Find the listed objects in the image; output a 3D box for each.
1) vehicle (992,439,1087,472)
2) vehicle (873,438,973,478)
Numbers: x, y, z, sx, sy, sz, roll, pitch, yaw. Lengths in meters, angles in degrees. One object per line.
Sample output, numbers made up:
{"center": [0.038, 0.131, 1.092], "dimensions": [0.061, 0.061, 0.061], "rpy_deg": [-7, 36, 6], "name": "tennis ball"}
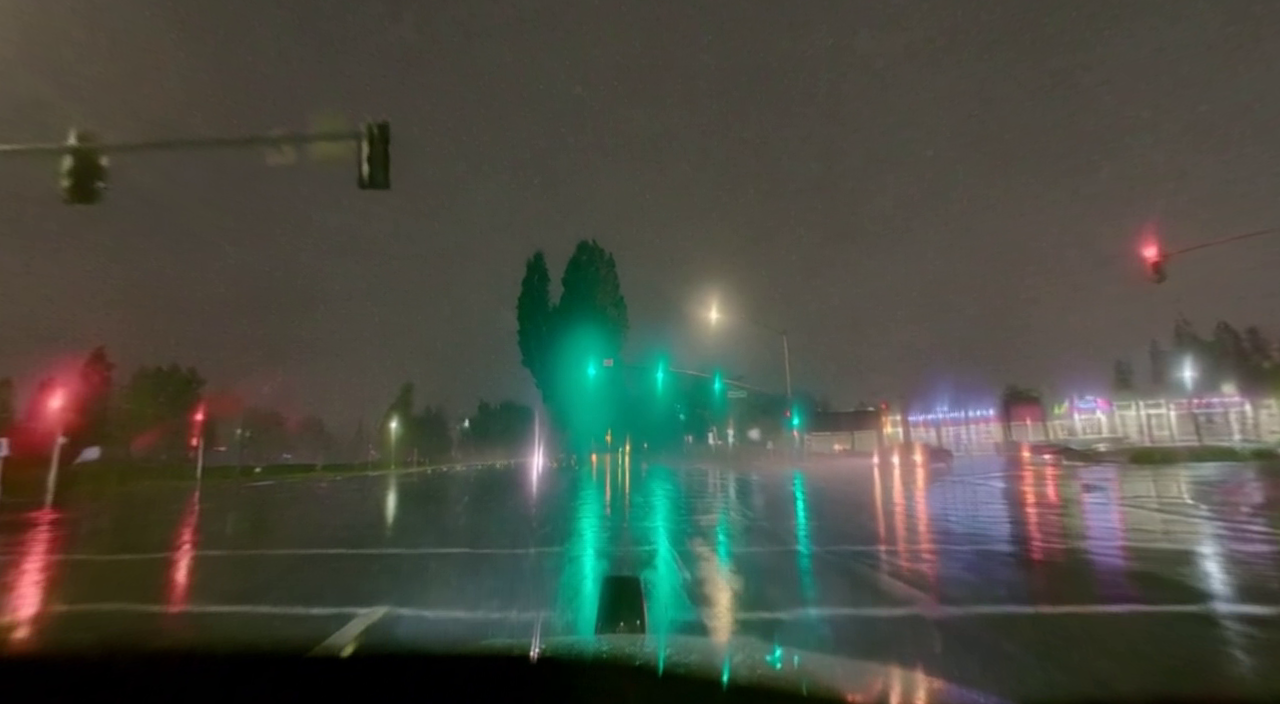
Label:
{"center": [19.364, 5.012, 30.601], "dimensions": [3.942, 1.505, 1.848], "rpy_deg": [4, -9, -23], "name": "vehicle"}
{"center": [12.737, 4.753, 28.443], "dimensions": [3.780, 1.496, 1.867], "rpy_deg": [0, -8, -22], "name": "vehicle"}
